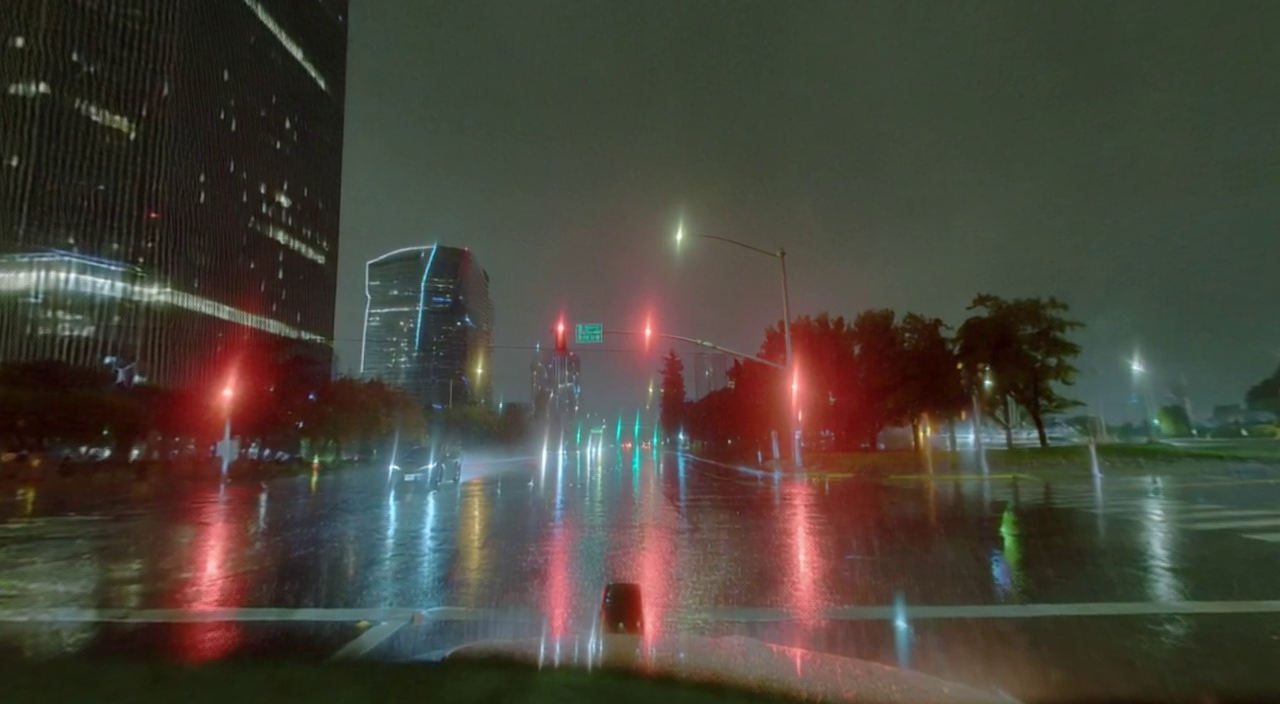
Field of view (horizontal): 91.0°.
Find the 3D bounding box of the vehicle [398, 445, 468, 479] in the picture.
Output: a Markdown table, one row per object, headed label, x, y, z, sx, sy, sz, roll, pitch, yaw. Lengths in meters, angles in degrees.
| label | x | y | z | sx | sy | sz | roll | pitch | yaw |
| --- | --- | --- | --- | --- | --- | --- | --- | --- | --- |
| vehicle | -11.605 | 6.210 | 35.758 | 2.069 | 1.771 | 4.947 | 0 | -9 | 3 |
